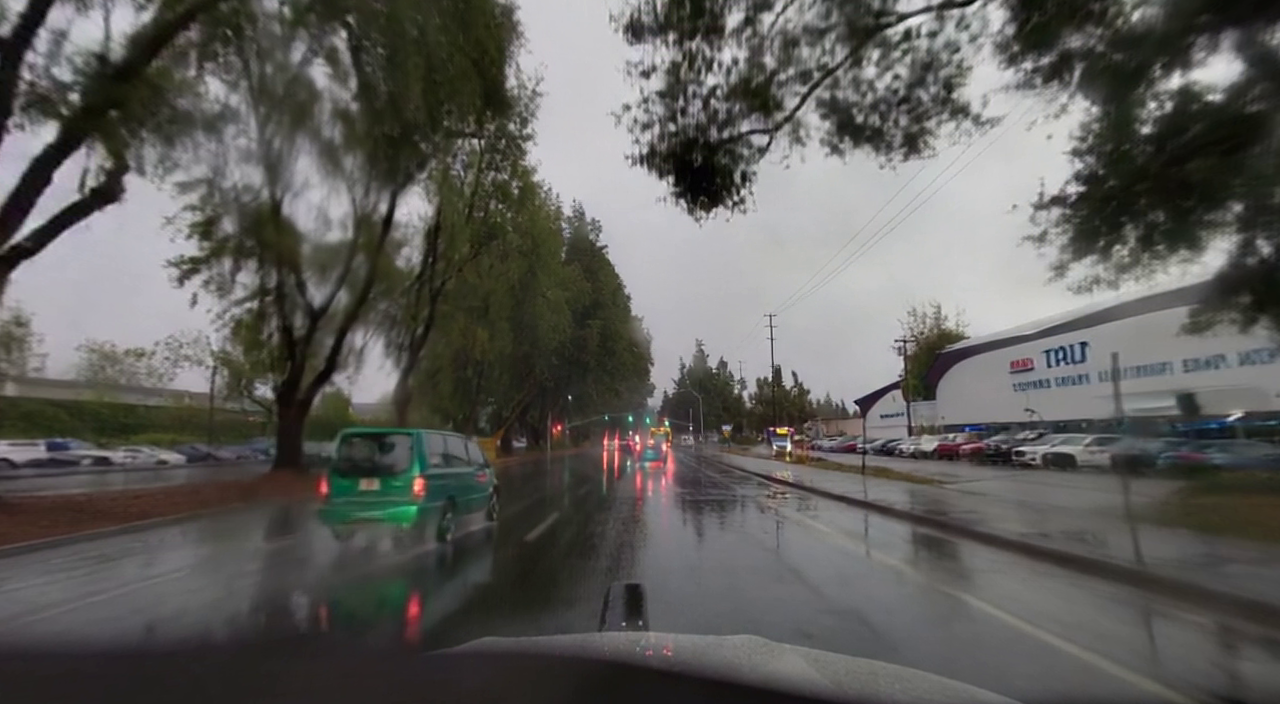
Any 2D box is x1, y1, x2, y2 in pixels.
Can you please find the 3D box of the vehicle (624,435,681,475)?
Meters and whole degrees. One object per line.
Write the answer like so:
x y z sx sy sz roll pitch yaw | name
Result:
0.456 4.192 25.814 2.123 1.498 4.226 0 -9 -1 | vehicle

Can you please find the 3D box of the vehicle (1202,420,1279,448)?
33.062 4.409 33.727 4.215 1.462 1.883 0 -9 -2 | vehicle

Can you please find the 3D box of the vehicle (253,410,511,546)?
-3.576 1.850 9.835 2.148 1.636 4.199 0 -9 1 | vehicle

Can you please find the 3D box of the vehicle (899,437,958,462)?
18.970 6.415 41.673 1.826 1.532 4.290 0 -9 -1 | vehicle

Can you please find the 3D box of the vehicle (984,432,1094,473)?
18.833 4.778 30.081 1.965 1.749 4.838 0 -9 -1 | vehicle

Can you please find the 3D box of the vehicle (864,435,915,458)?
18.874 7.179 47.982 1.841 1.680 4.842 0 -9 -1 | vehicle

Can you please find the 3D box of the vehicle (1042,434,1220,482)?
18.890 4.112 24.796 2.229 1.661 5.991 0 -9 1 | vehicle
